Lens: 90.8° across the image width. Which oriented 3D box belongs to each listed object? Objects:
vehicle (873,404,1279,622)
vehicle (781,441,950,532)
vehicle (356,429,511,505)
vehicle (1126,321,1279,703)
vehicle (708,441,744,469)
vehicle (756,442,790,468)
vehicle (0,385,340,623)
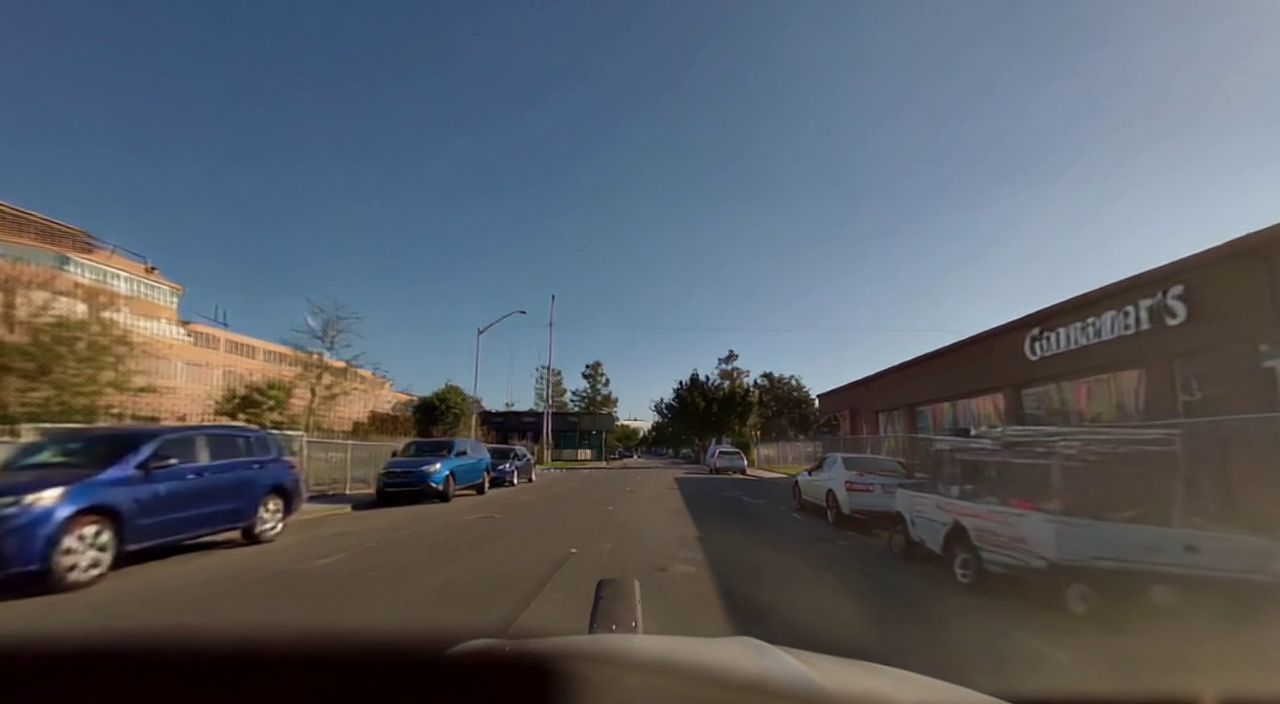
[{"bbox_3d":[4.561,1.666,7.584,1.941,1.810,4.364,0,-8,2],"label":"vehicle"},{"bbox_3d":[4.571,2.745,13.695,2.050,1.475,4.613,1,-7,1],"label":"vehicle"},{"bbox_3d":[-5.917,3.374,19.182,2.504,1.919,5.658,-1,-8,3],"label":"vehicle"},{"bbox_3d":[4.251,0.593,1.026,2.327,2.021,5.850,1,-8,1],"label":"vehicle"},{"bbox_3d":[6.239,7.503,46.454,2.158,1.900,5.376,0,-8,3],"label":"vehicle"},{"bbox_3d":[10.000,7.771,47.609,1.911,1.685,3.764,2,-12,3],"label":"vehicle"},{"bbox_3d":[-6.365,1.671,7.951,2.304,1.937,5.720,-1,-8,1],"label":"vehicle"}]
